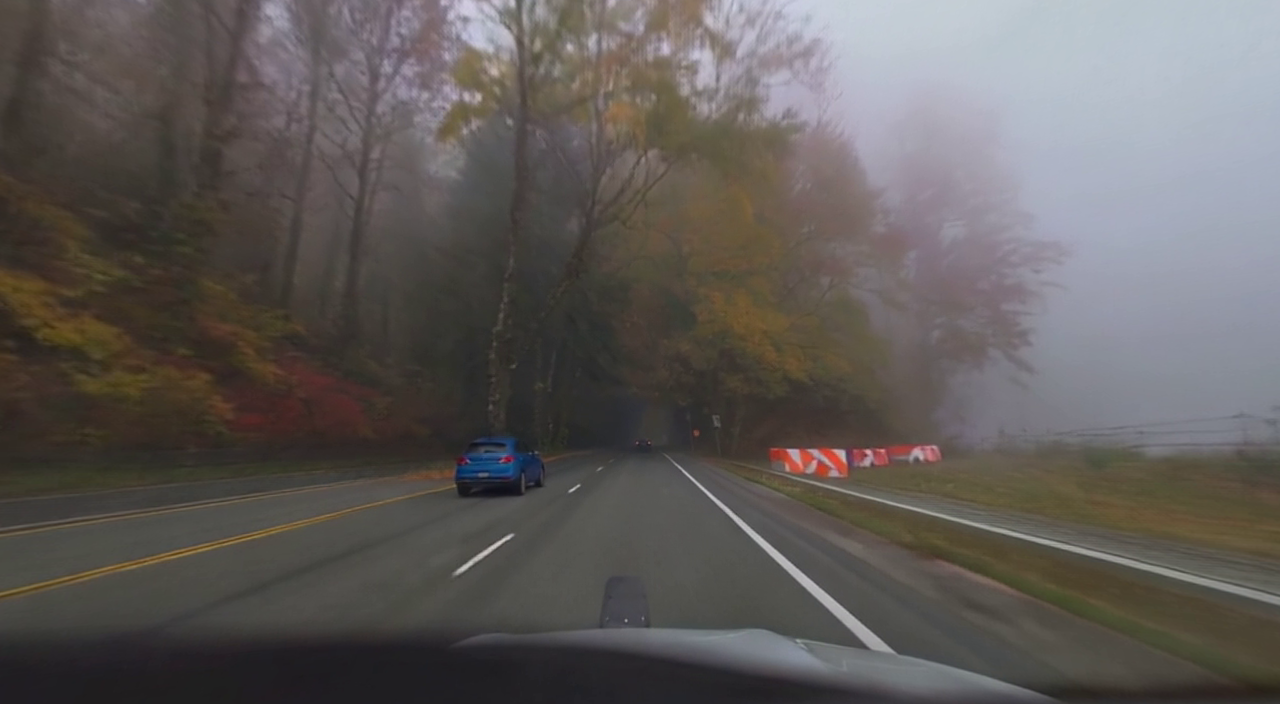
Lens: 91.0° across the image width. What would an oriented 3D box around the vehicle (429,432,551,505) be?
[{"bbox_3d":[-3.447,2.740,15.288,1.902,1.505,4.016,0,-8,1],"label":"vehicle"}]
